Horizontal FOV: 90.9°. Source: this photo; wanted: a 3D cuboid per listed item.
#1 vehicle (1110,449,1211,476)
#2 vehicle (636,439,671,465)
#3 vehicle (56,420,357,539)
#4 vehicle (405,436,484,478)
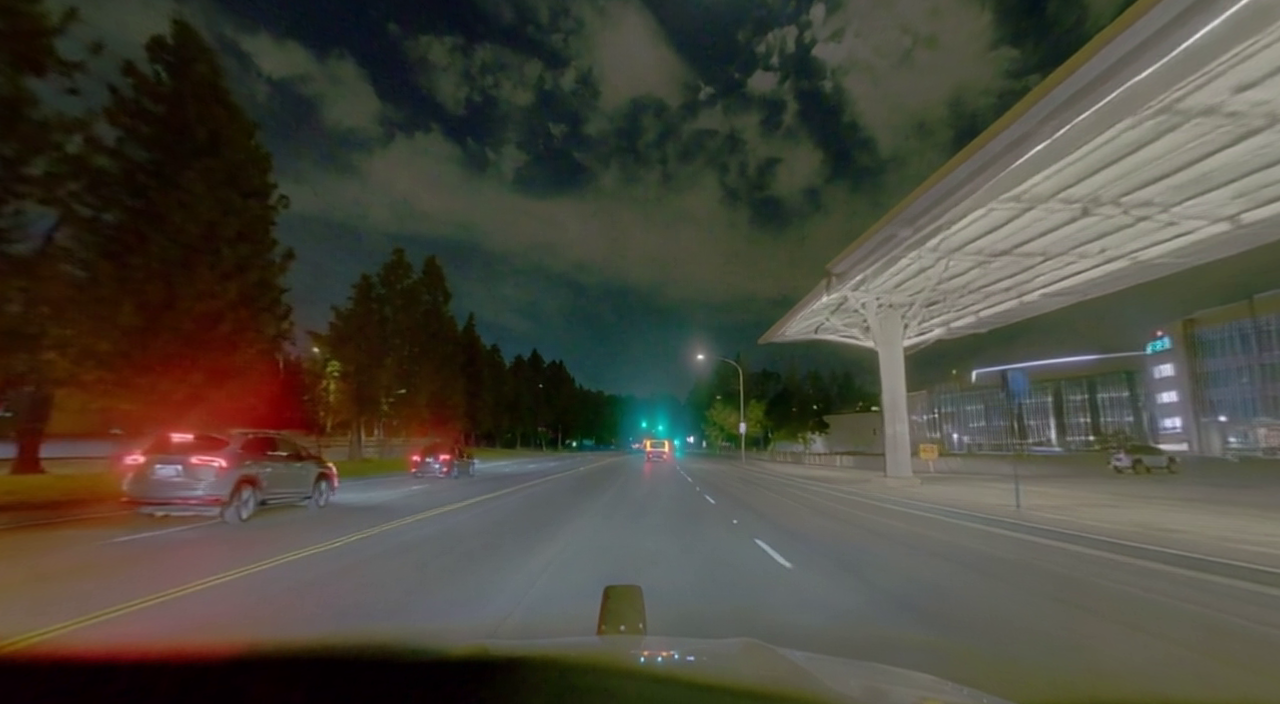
[{"bbox_3d":[31.876,6.768,38.843,1.966,1.494,4.685,1,-9,-6],"label":"vehicle"},{"bbox_3d":[1.028,7.206,45.543,2.345,1.803,4.261,0,-9,3],"label":"vehicle"},{"bbox_3d":[-7.460,2.228,11.651,2.181,1.728,4.515,0,-9,3],"label":"vehicle"},{"bbox_3d":[-9.019,4.887,29.574,2.097,1.782,4.682,0,-9,2],"label":"vehicle"}]
